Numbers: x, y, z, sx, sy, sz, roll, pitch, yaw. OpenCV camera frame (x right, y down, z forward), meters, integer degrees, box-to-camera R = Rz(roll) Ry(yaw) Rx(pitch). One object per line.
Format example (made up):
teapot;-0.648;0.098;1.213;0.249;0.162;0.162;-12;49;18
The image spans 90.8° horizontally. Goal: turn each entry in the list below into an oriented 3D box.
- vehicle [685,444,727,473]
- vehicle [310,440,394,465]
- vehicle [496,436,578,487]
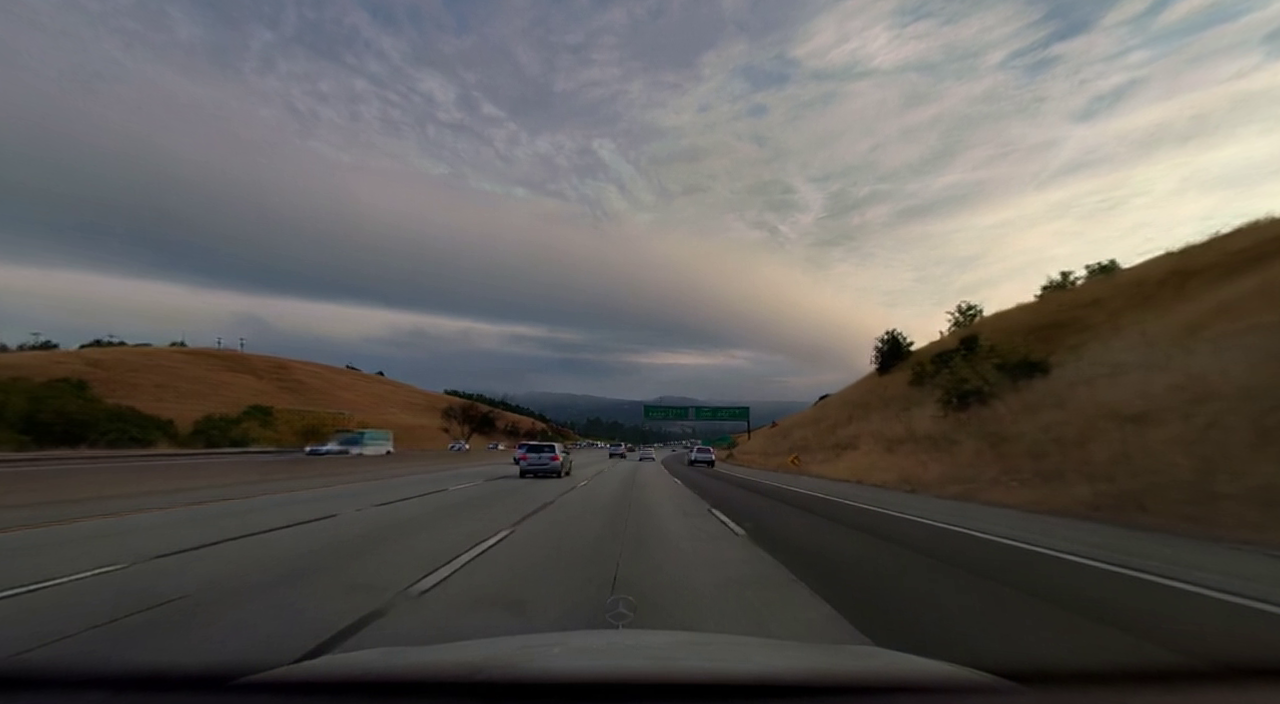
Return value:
vehicle;4.263;6.937;41.341;2.164;1.788;4.500;0;-8;-1
vehicle;-21.372;7.496;47.379;2.776;1.771;6.840;-1;-8;3
vehicle;-3.659;4.004;23.438;2.166;1.700;4.661;0;-8;1
